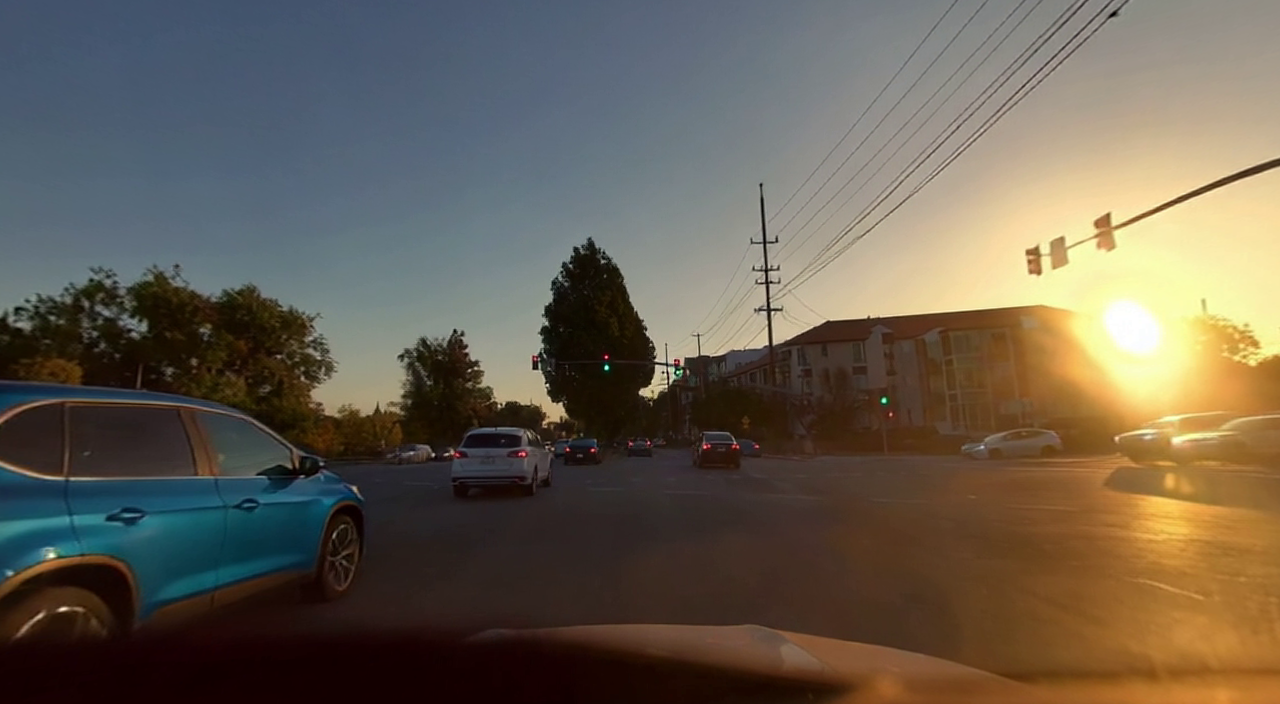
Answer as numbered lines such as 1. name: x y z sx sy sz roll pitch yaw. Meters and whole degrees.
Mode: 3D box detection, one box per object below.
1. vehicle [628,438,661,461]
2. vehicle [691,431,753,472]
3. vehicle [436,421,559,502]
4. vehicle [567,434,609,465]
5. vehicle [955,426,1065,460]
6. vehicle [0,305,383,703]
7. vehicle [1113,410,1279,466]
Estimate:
1. vehicle: 0.314 6.780 43.889 2.185 1.515 4.215 0 -8 1
2. vehicle: 3.672 4.586 29.163 2.201 1.734 4.564 0 -8 -1
3. vehicle: -3.352 2.685 15.827 1.958 1.744 4.315 0 -8 2
4. vehicle: -2.934 5.600 36.264 1.900 1.677 4.128 0 -8 2
5. vehicle: 18.245 4.516 31.230 4.119 1.574 2.028 -1 -8 3
6. vehicle: -3.267 0.863 3.108 2.127 1.754 4.287 0 -8 1
7. vehicle: 19.583 2.963 21.753 5.033 1.802 1.928 1 -9 -5
